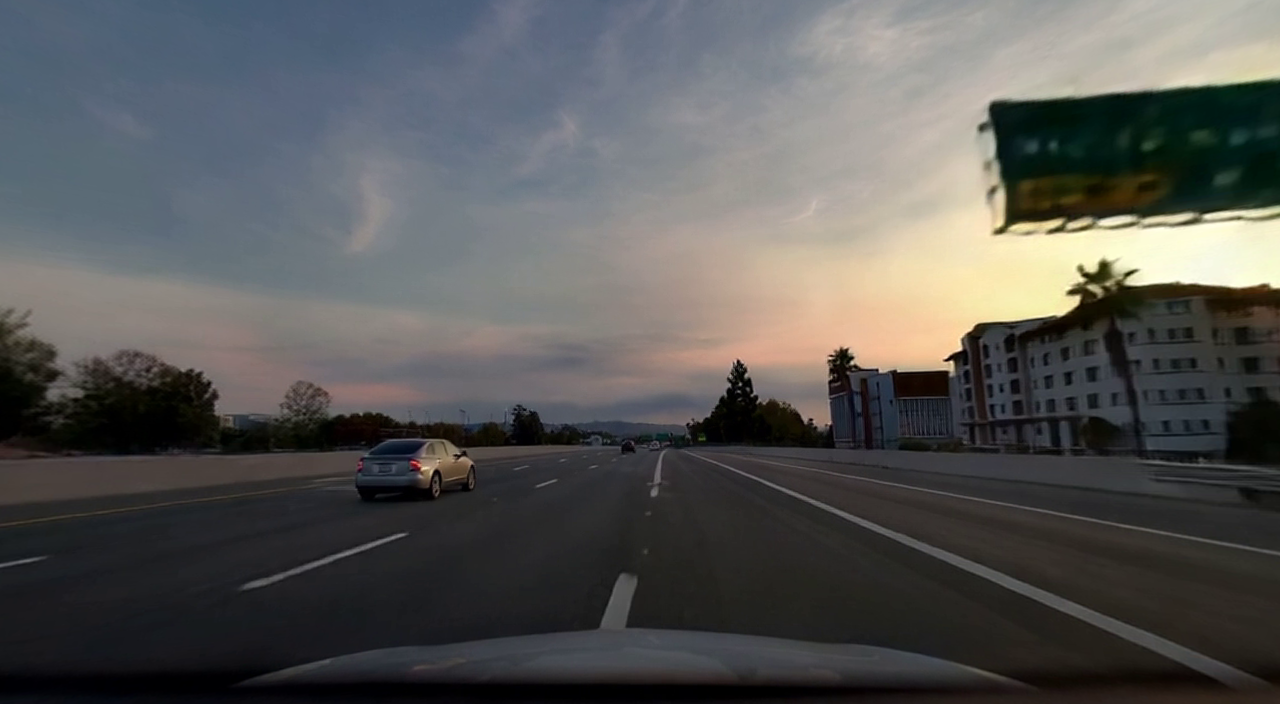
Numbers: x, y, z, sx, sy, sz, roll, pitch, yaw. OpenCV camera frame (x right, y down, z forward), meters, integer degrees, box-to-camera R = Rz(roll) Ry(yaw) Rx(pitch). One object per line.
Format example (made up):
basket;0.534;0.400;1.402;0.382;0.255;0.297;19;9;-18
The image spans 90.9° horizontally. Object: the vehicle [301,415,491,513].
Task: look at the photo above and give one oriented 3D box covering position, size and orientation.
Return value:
vehicle;-5.114;2.423;14.165;2.145;1.793;4.762;0;-8;3
